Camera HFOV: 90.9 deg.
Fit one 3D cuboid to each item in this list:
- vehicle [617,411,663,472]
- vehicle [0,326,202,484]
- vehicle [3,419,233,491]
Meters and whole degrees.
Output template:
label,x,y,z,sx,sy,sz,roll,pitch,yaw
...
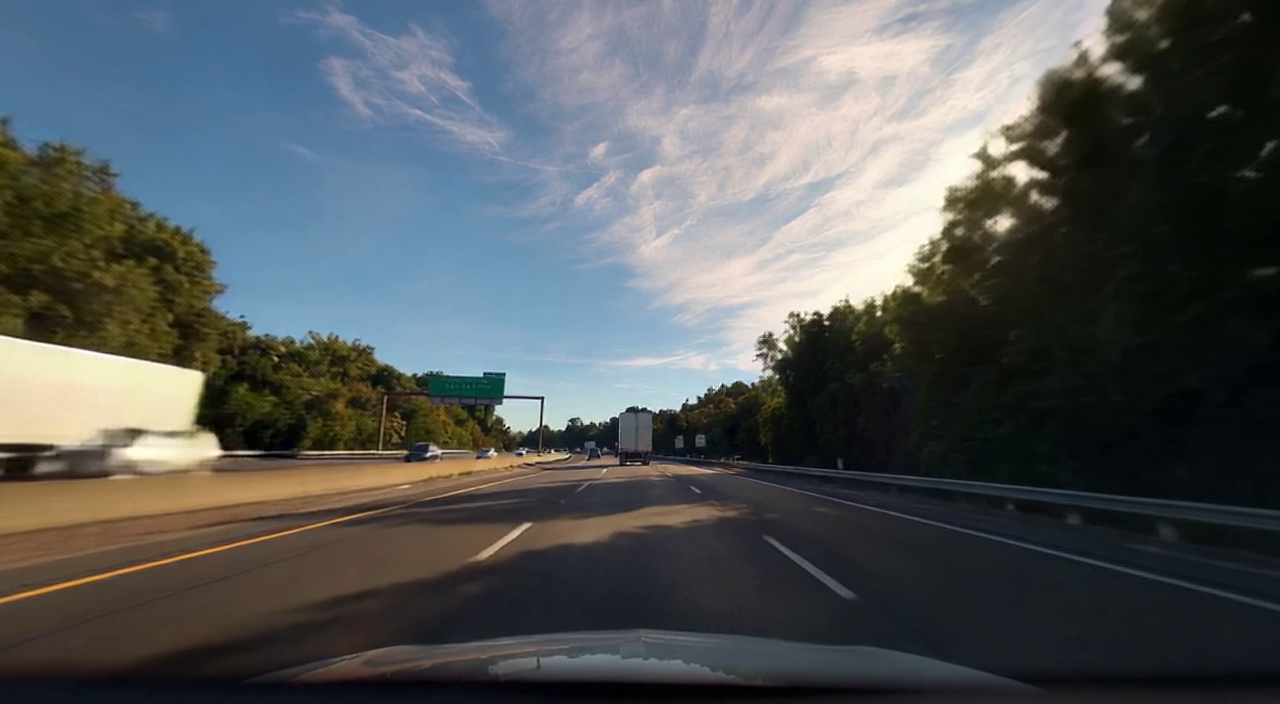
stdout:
label,x,y,z,sx,sy,sz,roll,pitch,yaw
vehicle,-0.184,6.703,46.547,2.962,3.953,10.696,0,-9,-2
vehicle,-17.290,1.296,15.532,2.928,3.855,14.329,0,-9,-1
vehicle,-13.034,2.631,16.244,1.901,1.560,4.655,0,-9,0
